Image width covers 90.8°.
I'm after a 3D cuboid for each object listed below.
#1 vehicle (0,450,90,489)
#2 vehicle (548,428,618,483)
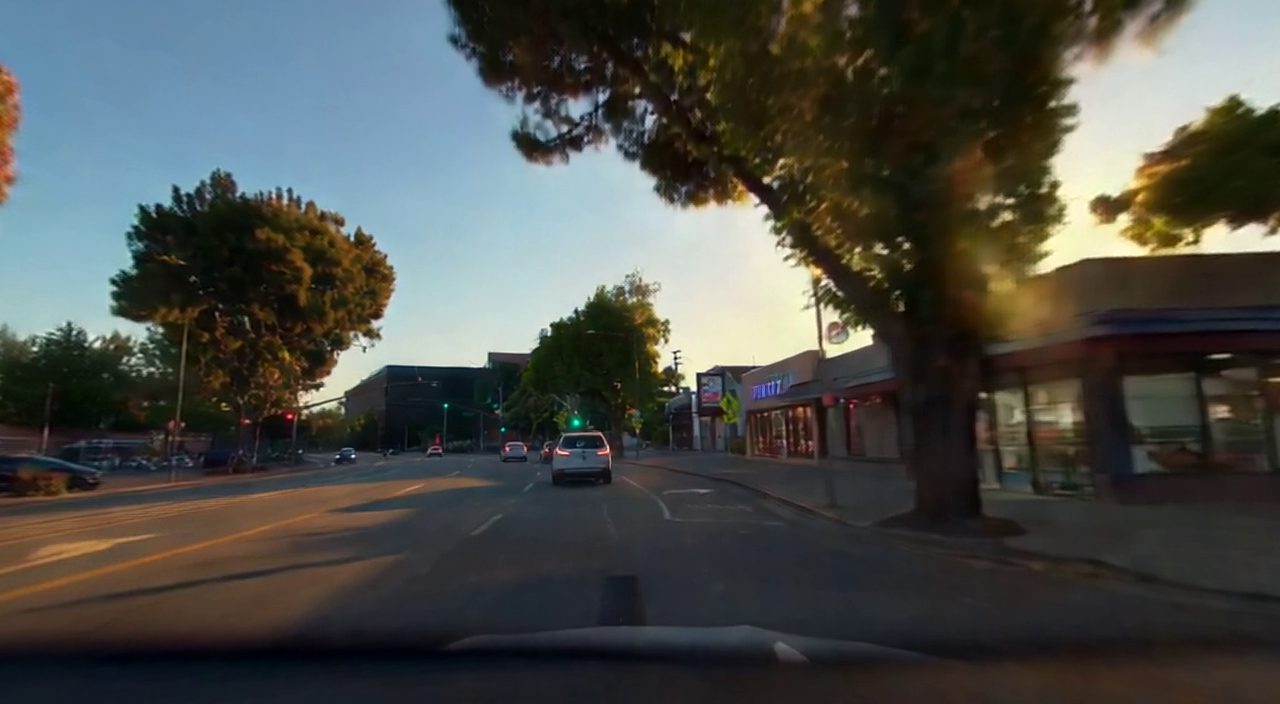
[{"bbox_3d":[-31.390,5.868,31.664,5.060,1.793,2.403,2,-9,-14],"label":"vehicle"},{"bbox_3d":[-2.049,3.577,22.104,2.227,1.733,3.930,1,-8,-7],"label":"vehicle"}]
